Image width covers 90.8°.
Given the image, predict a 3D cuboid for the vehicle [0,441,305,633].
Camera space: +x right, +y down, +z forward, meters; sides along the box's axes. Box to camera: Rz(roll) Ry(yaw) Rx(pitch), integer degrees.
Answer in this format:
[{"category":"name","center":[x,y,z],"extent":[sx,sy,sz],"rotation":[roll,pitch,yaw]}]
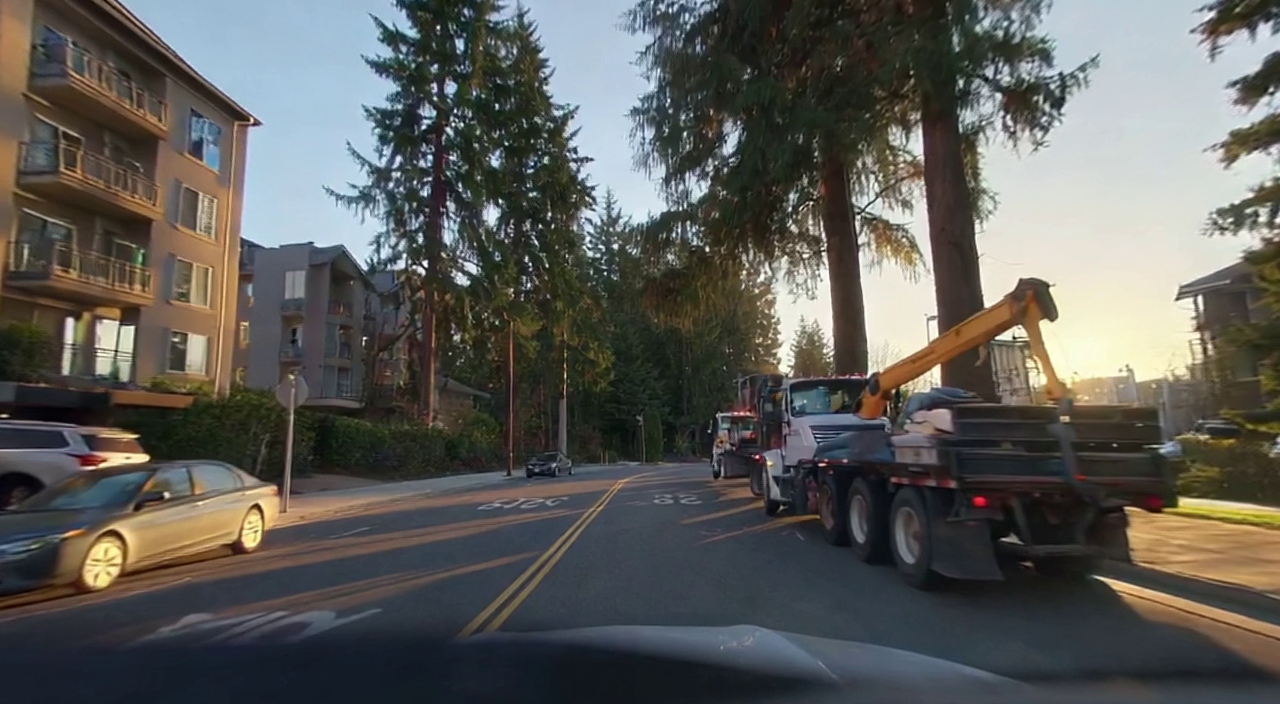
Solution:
[{"category":"vehicle","center":[-6.083,1.839,7.413],"extent":[1.820,1.528,4.425],"rotation":[1,-9,0]}]

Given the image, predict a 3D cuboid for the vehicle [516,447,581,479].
[{"category":"vehicle","center":[-4.480,5.502,31.584],"extent":[1.930,1.487,4.213],"rotation":[-2,-9,11]}]

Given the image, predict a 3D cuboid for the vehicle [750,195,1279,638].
[{"category":"vehicle","center":[3.889,0.997,9.096],"extent":[3.107,3.379,8.460],"rotation":[-1,-8,1]}]
